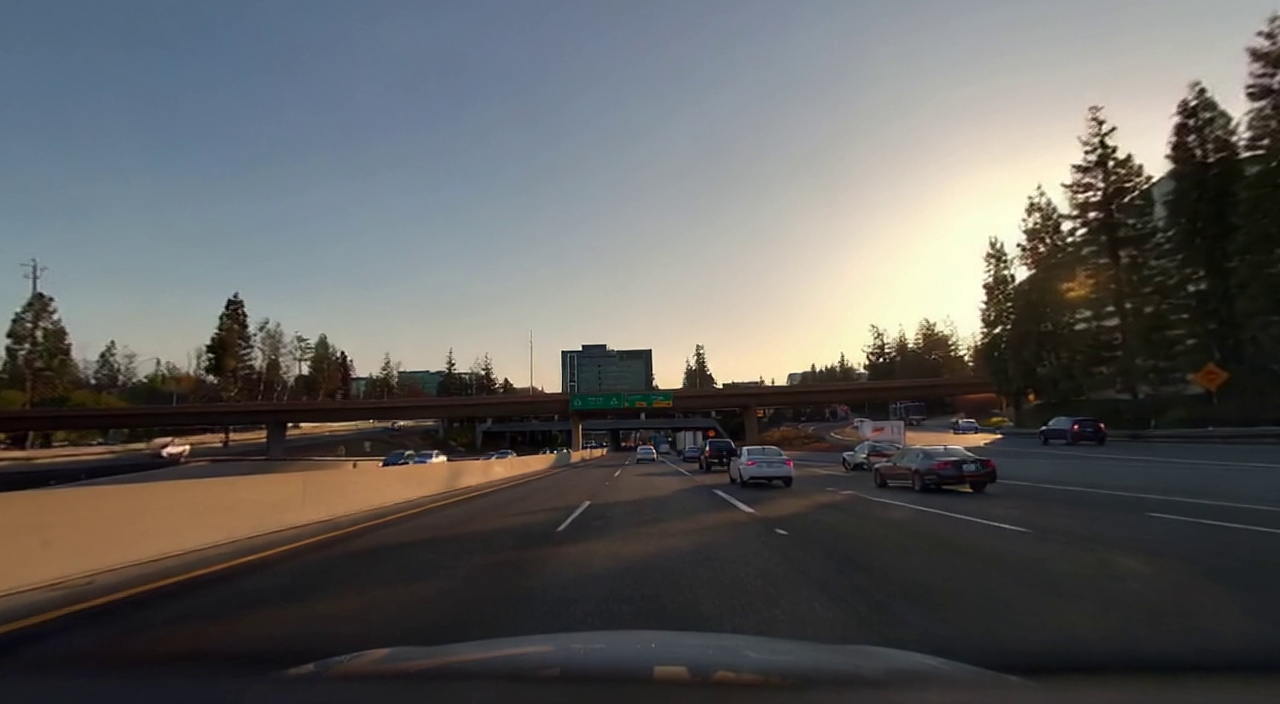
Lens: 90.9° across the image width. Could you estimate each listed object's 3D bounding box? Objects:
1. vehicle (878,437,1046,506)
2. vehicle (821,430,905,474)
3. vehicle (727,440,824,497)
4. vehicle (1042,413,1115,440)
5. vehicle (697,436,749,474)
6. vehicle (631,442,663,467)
[{"bbox_3d":[7.846,2.932,15.946,1.919,1.476,4.303,0,-9,-1],"label":"vehicle"},{"bbox_3d":[11.198,5.079,32.252,2.193,2.025,5.606,0,-9,0],"label":"vehicle"},{"bbox_3d":[3.884,3.424,18.911,1.902,1.481,4.451,0,-9,-1],"label":"vehicle"},{"bbox_3d":[31.971,5.510,46.218,2.131,1.840,4.870,-1,-9,5],"label":"vehicle"},{"bbox_3d":[4.314,5.468,33.636,2.086,1.858,4.737,0,-9,-1],"label":"vehicle"},{"bbox_3d":[0.438,7.172,44.096,2.124,1.639,4.122,0,-9,0],"label":"vehicle"}]
